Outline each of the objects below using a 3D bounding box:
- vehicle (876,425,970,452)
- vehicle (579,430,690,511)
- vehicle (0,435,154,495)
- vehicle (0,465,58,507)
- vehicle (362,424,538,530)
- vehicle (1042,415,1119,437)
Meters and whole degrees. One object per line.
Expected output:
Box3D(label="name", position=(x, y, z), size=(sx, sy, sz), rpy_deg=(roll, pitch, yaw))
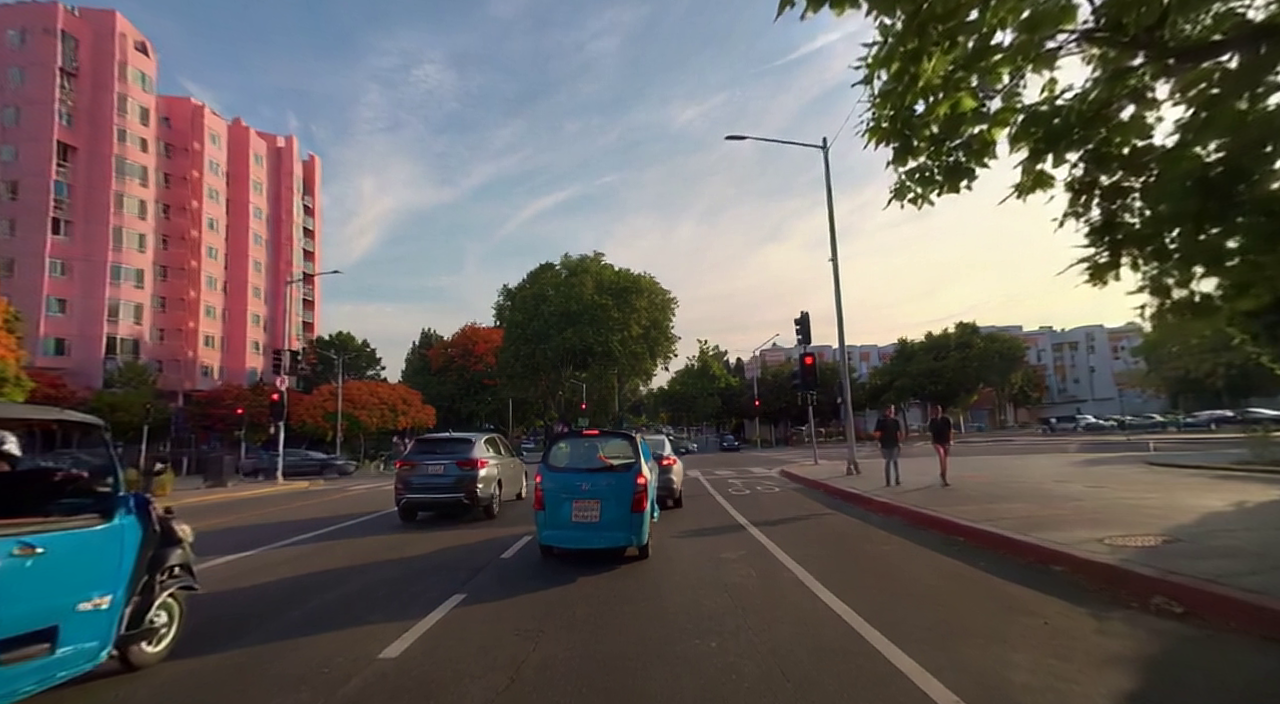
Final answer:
Box3D(label="vehicle", position=(16.501, 5.084, 36.820), size=(4.661, 1.456, 1.862), rpy_deg=(-6, -10, 32))
Box3D(label="vehicle", position=(-0.060, 2.483, 13.646), size=(2.025, 1.458, 4.085), rpy_deg=(-1, -9, 1))
Box3D(label="vehicle", position=(-28.857, 5.756, 32.439), size=(5.890, 2.393, 2.346), rpy_deg=(-5, -7, 0))
Box3D(label="vehicle", position=(-24.166, 5.157, 24.389), size=(1.495, 1.345, 3.336), rpy_deg=(3, -8, -27))
Box3D(label="vehicle", position=(-3.281, 2.248, 11.867), size=(1.935, 1.615, 4.073), rpy_deg=(-1, -9, 2))
Box3D(label="vehicle", position=(30.847, 5.232, 44.198), size=(1.751, 1.420, 4.027), rpy_deg=(7, -11, -42))
